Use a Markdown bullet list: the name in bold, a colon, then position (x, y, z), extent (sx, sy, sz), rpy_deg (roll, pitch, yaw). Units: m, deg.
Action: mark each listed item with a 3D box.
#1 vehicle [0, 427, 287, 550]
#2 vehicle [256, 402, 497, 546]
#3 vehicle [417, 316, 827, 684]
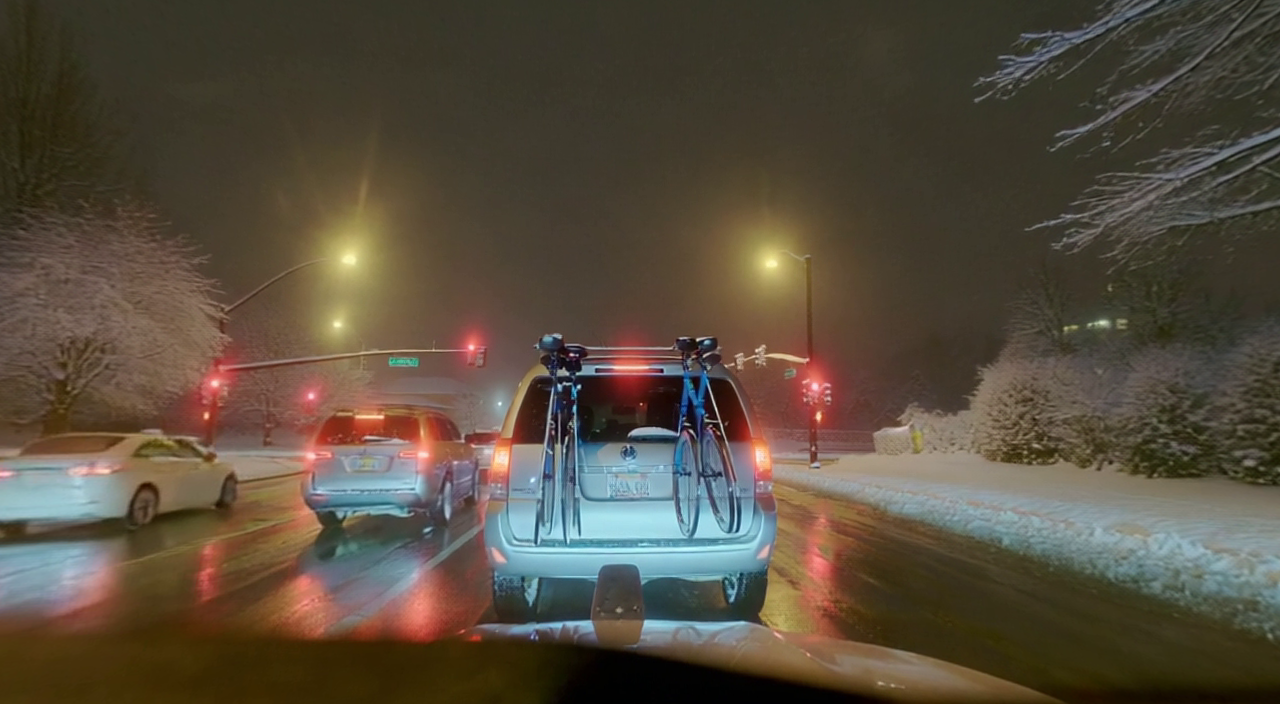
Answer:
- **vehicle**: position (-7.939, 2.029, 10.151), extent (2.024, 1.511, 4.550), rpy_deg (0, -8, -2)
- **vehicle**: position (-4.054, 1.994, 11.033), extent (2.337, 1.858, 5.409), rpy_deg (1, -9, -6)
- **vehicle**: position (-0.232, 1.159, 5.999), extent (2.333, 2.087, 4.586), rpy_deg (0, -8, -4)
